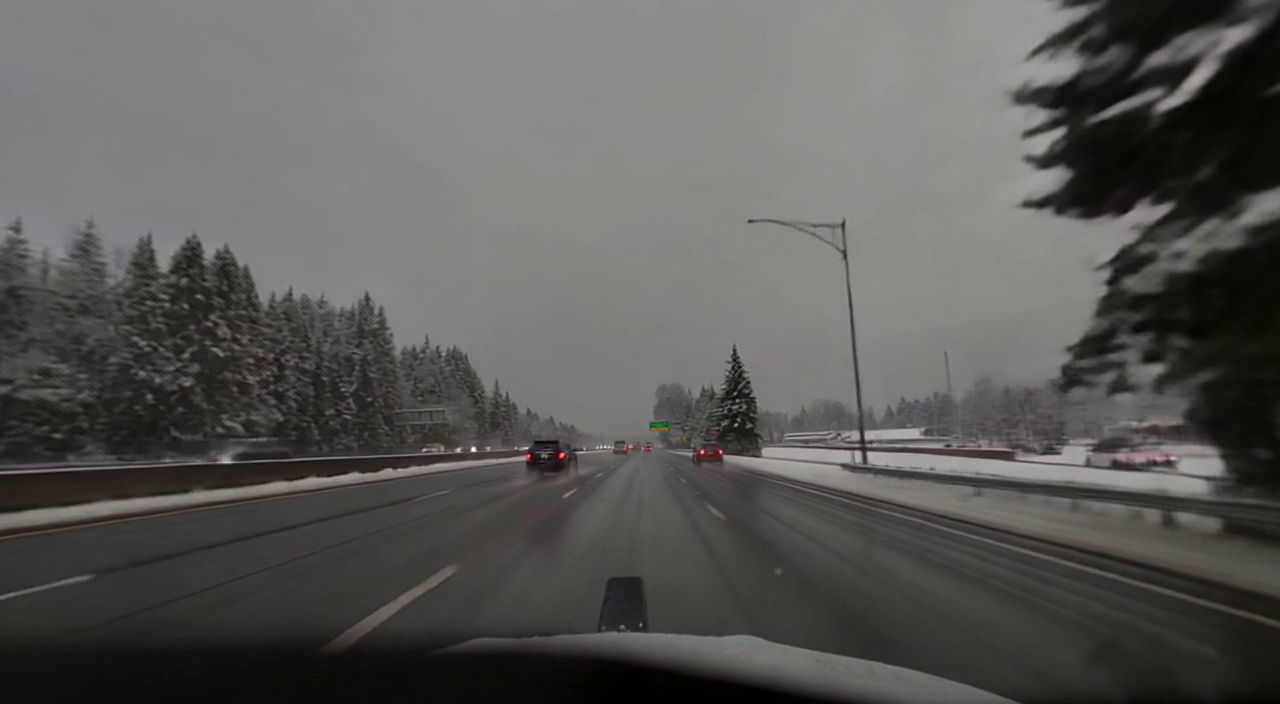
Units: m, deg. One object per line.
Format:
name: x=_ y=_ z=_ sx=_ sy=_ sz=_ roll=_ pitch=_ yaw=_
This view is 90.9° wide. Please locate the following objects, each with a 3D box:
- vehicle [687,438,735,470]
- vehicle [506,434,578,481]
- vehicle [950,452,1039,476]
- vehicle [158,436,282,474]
vehicle: x=4.039 y=5.860 z=36.467 sx=2.229 sy=1.704 sz=4.392 roll=0 pitch=-8 yaw=0
vehicle: x=-3.889 y=4.305 z=25.927 sx=2.196 sy=1.733 sz=4.355 roll=0 pitch=-8 yaw=1
vehicle: x=22.900 y=7.235 z=40.834 sx=4.578 sy=1.468 sz=2.021 roll=0 pitch=-8 yaw=-4
vehicle: x=-20.977 y=5.160 z=31.927 sx=2.254 sy=1.745 sz=5.708 roll=0 pitch=-8 yaw=1
